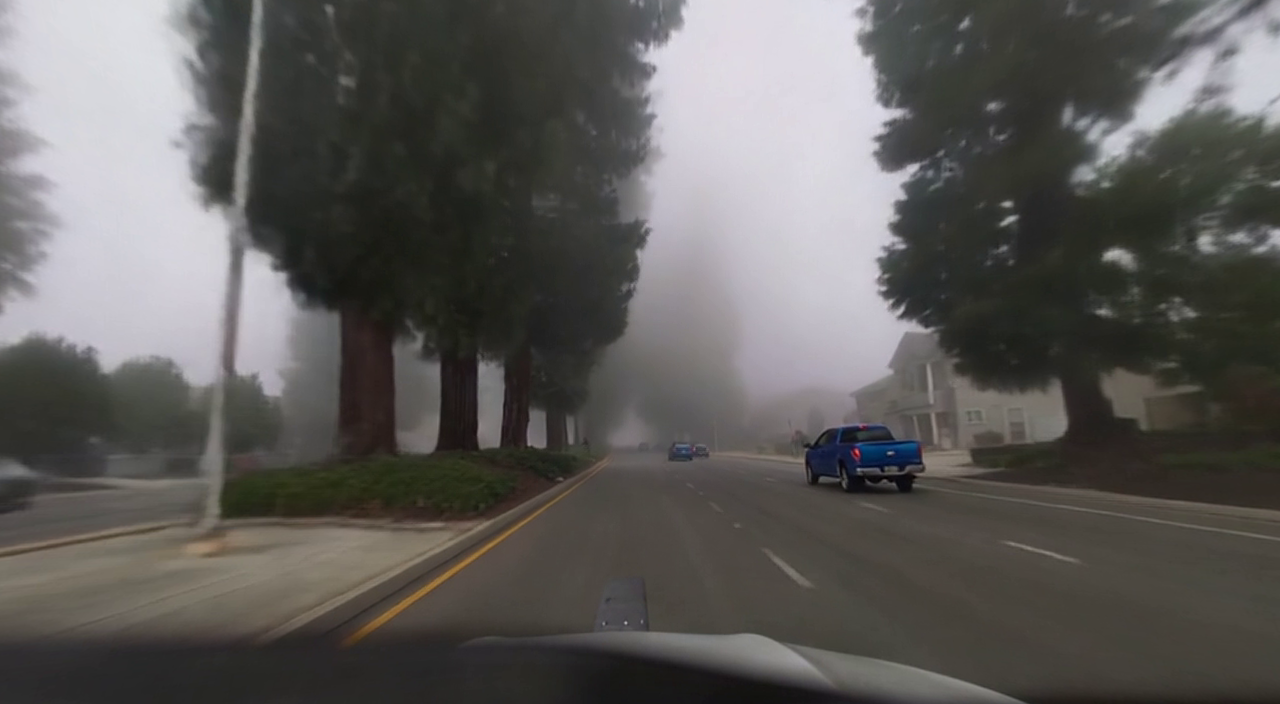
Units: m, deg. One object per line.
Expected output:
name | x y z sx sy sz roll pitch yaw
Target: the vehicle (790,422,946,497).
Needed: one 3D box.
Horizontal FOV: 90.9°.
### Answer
vehicle | 6.135 2.983 17.962 2.262 1.769 5.666 0 -8 -1
